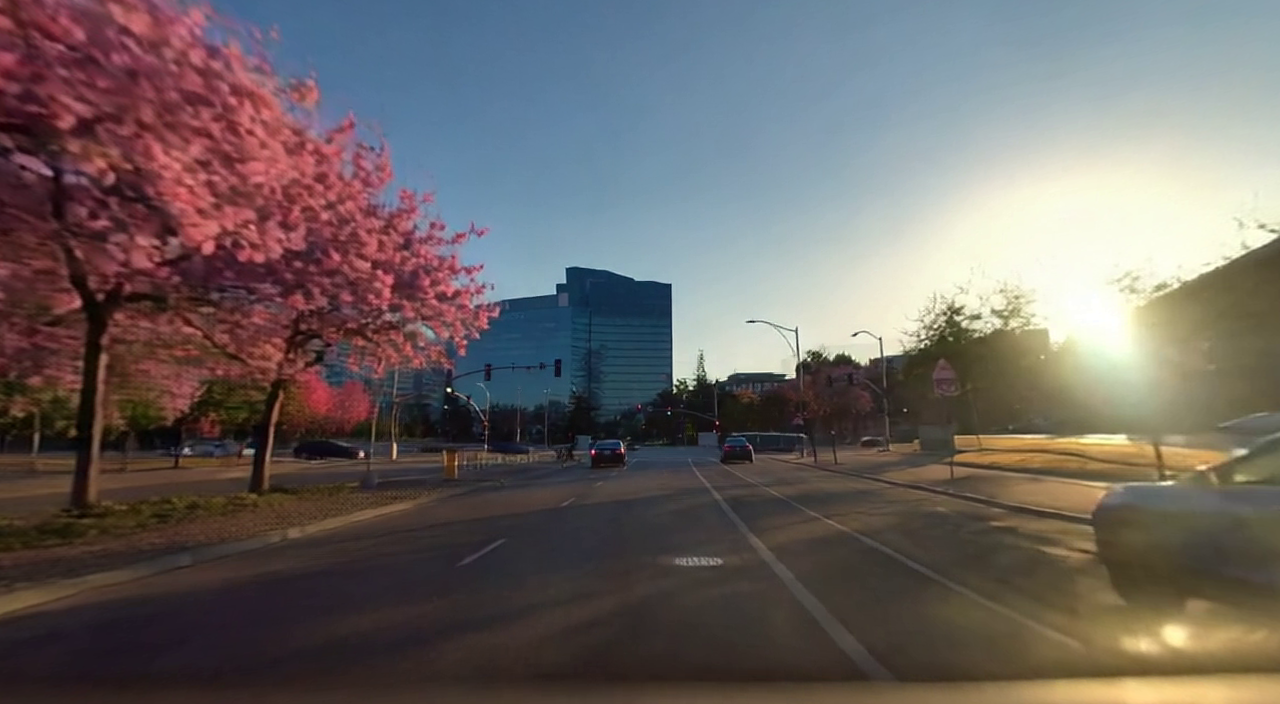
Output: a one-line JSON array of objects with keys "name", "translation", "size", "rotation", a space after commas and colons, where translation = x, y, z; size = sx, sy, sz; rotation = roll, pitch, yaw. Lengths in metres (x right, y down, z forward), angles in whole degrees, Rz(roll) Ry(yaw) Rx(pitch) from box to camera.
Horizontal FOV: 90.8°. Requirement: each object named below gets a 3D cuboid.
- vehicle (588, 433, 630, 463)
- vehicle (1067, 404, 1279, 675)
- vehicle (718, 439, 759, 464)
[{"name": "vehicle", "translation": [-1.801, 5.865, 38.445], "size": [1.995, 1.703, 4.367], "rotation": [-1, -9, 4]}, {"name": "vehicle", "translation": [4.630, 0.992, 3.136], "size": [2.019, 1.518, 4.285], "rotation": [0, -9, 1]}, {"name": "vehicle", "translation": [6.082, 6.192, 39.366], "size": [2.007, 1.466, 4.291], "rotation": [0, -9, 2]}]
